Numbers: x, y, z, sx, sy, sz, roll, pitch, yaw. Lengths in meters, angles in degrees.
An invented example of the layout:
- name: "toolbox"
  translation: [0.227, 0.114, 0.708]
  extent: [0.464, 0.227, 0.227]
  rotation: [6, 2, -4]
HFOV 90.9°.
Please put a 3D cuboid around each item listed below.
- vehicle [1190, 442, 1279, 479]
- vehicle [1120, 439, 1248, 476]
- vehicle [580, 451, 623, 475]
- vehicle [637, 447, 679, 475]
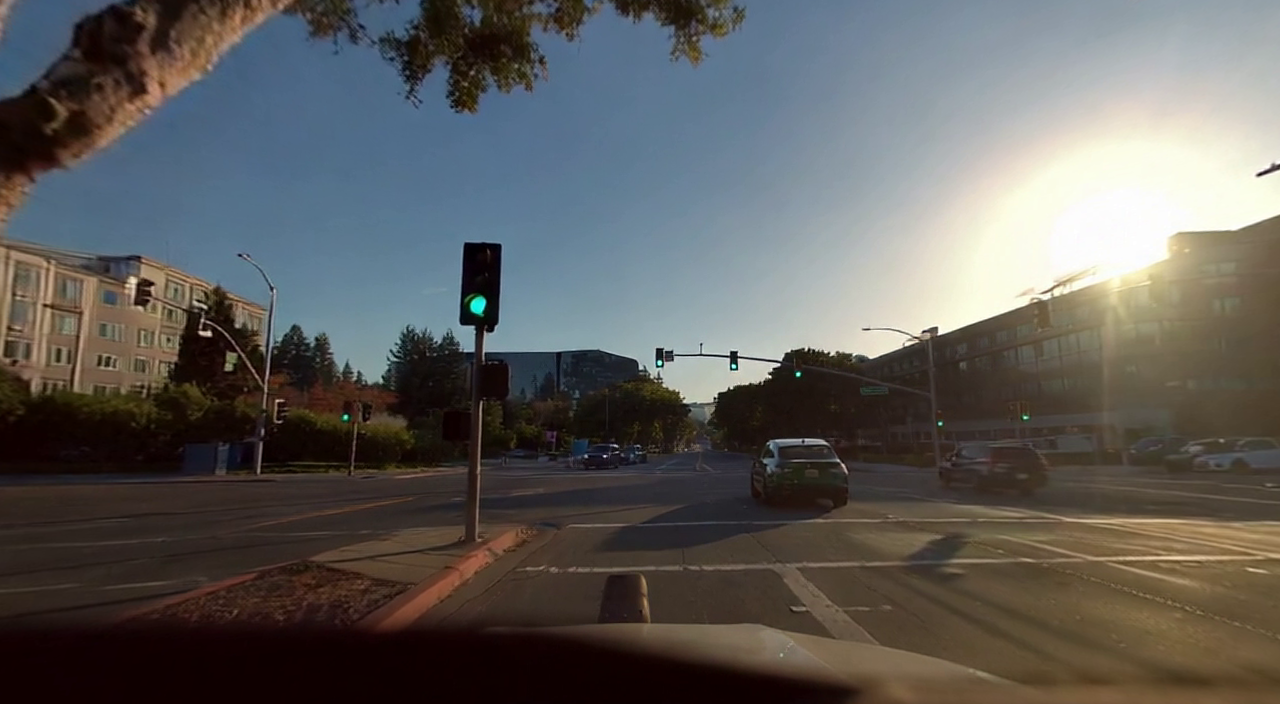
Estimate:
- name: "vehicle"
  translation: [25.965, 4.484, 26.298]
  extent: [4.644, 1.470, 1.922]
  rotation: [1, -8, -10]
- name: "vehicle"
  translation: [25.572, 4.942, 29.745]
  extent: [4.441, 1.674, 2.035]
  rotation: [1, -8, -9]
- name: "vehicle"
  translation: [-2.579, 7.574, 43.295]
  extent: [2.076, 1.476, 3.873]
  rotation: [-2, -8, 11]
- name: "vehicle"
  translation: [1.253, 7.096, 41.366]
  extent: [2.197, 1.739, 4.177]
  rotation: [-2, -8, 10]
